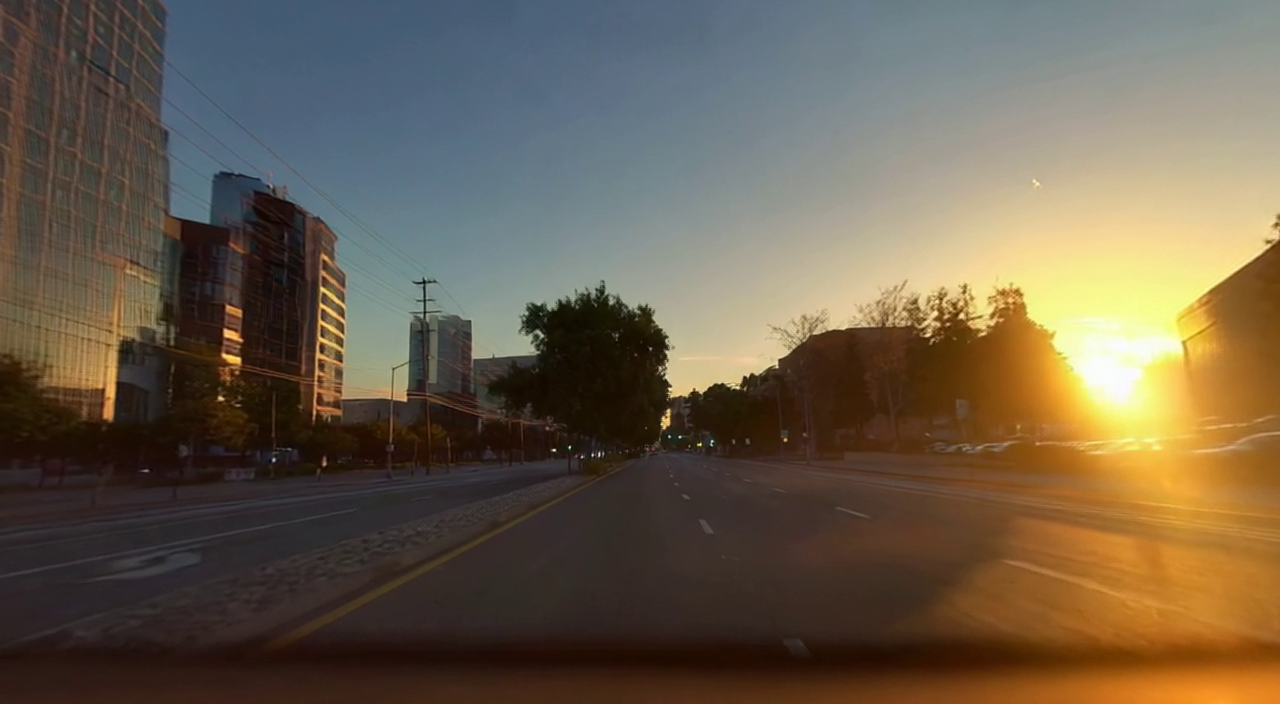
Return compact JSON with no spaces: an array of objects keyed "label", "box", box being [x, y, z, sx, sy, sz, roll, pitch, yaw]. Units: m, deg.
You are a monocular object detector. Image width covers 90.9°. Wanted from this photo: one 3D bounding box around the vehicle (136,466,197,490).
[{"label":"vehicle","box":[-36.852,9.806,49.185,1.736,1.540,3.854,1,-7,0]}]
